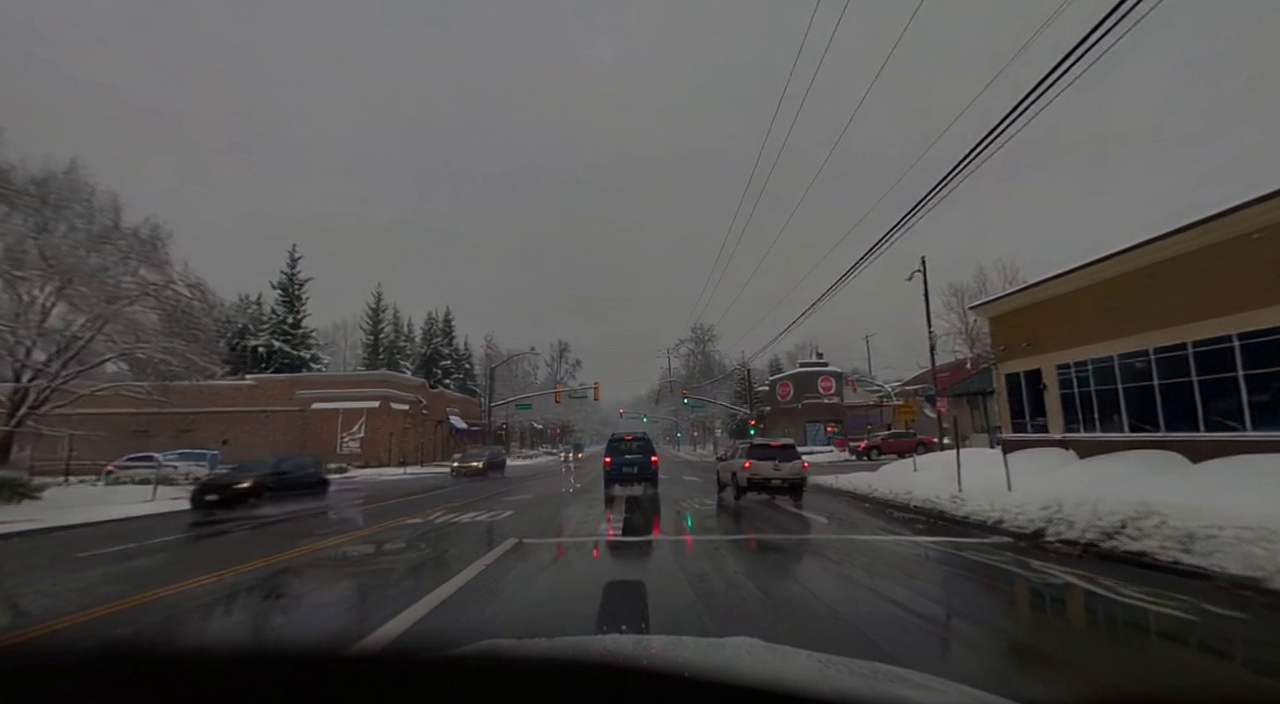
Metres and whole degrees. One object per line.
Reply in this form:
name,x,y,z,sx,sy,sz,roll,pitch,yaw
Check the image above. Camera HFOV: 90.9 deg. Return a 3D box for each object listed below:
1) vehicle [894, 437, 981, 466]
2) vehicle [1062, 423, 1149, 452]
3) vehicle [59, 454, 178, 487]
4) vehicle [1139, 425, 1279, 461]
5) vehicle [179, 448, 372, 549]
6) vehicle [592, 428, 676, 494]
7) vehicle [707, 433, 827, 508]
vehicle,16.486,5.502,34.978,3.880,1.538,1.862,1,-8,-8
vehicle,30.679,5.679,41.716,2.231,1.749,4.411,0,-8,-2
vehicle,-27.394,6.210,33.205,4.458,1.608,2.051,-1,-8,3
vehicle,25.137,4.036,27.989,4.092,1.496,1.889,-3,-9,17
vehicle,-7.261,2.689,12.376,4.456,1.570,1.975,-8,-11,43
vehicle,-0.199,3.805,22.439,2.638,2.065,5.313,0,-8,0
vehicle,3.331,3.206,17.646,2.276,1.787,4.630,0,-8,-1
